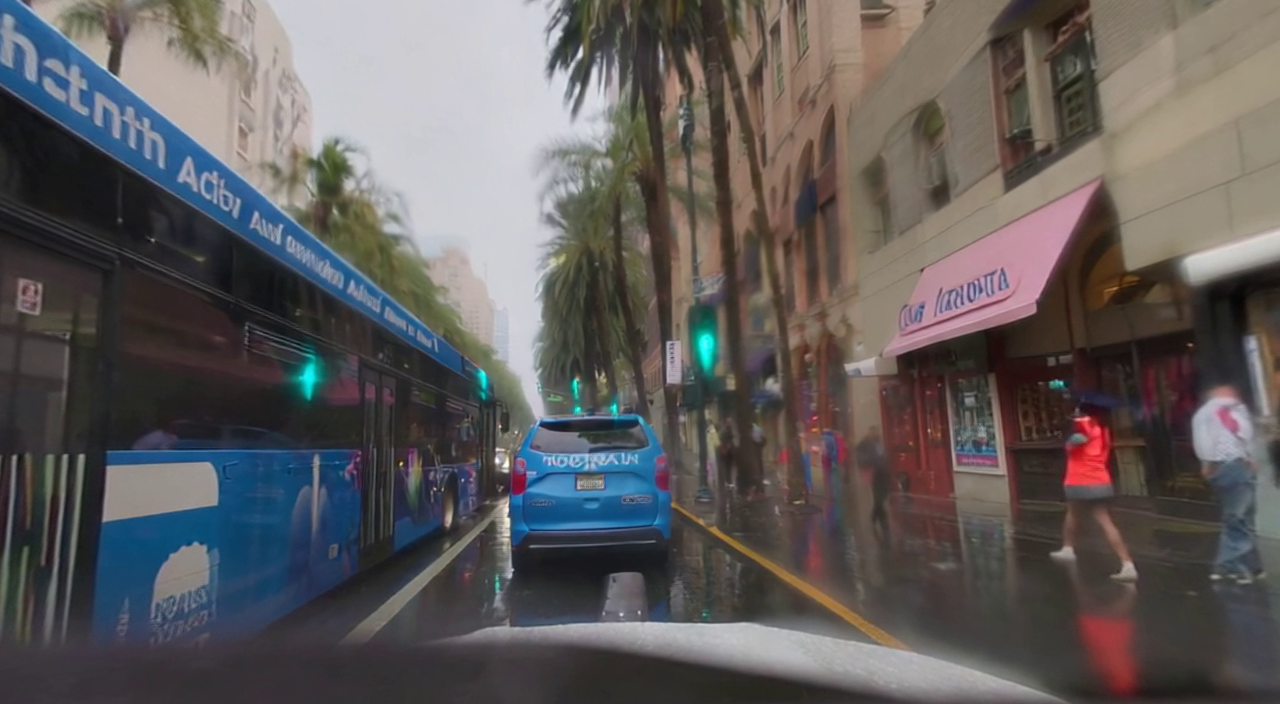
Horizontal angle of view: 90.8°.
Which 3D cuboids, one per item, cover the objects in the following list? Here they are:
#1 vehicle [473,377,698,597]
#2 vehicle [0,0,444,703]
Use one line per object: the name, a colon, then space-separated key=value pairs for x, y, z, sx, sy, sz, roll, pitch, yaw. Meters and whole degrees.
vehicle: x=-0.799 y=1.502 z=7.813 sx=2.002 sy=1.907 sz=4.211 roll=1 pitch=-9 yaw=-9
vehicle: x=-3.783 y=0.113 z=2.927 sx=2.863 sy=3.233 sz=11.573 roll=0 pitch=-8 yaw=-4
